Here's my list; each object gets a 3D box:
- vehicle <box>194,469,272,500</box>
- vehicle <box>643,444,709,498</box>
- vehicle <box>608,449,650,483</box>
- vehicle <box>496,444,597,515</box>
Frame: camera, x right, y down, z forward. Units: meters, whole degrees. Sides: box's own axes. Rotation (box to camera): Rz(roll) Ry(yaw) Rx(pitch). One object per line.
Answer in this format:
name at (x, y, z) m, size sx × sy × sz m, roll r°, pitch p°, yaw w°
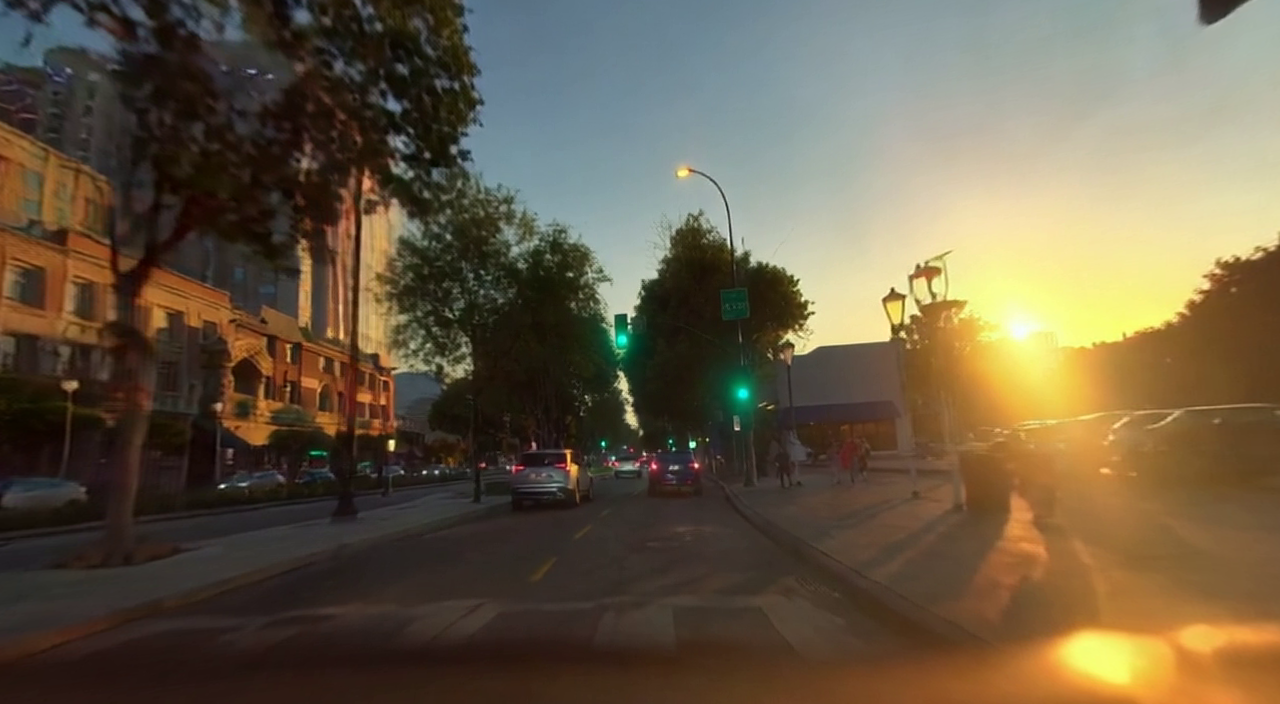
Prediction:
vehicle at (-27.798, 9.031, 43.256) m, size 2.045 × 1.799 × 4.945 m, roll 0°, pitch -9°, yaw 0°
vehicle at (1.249, 4.194, 22.629) m, size 2.120 × 1.758 × 3.917 m, roll -1°, pitch -9°, yaw 2°
vehicle at (-0.592, 6.767, 37.812) m, size 2.220 × 1.847 × 4.587 m, roll -1°, pitch -9°, yaw 3°
vehicle at (-2.425, 3.415, 17.378) m, size 1.940 × 1.722 × 3.823 m, roll -1°, pitch -9°, yaw 4°
